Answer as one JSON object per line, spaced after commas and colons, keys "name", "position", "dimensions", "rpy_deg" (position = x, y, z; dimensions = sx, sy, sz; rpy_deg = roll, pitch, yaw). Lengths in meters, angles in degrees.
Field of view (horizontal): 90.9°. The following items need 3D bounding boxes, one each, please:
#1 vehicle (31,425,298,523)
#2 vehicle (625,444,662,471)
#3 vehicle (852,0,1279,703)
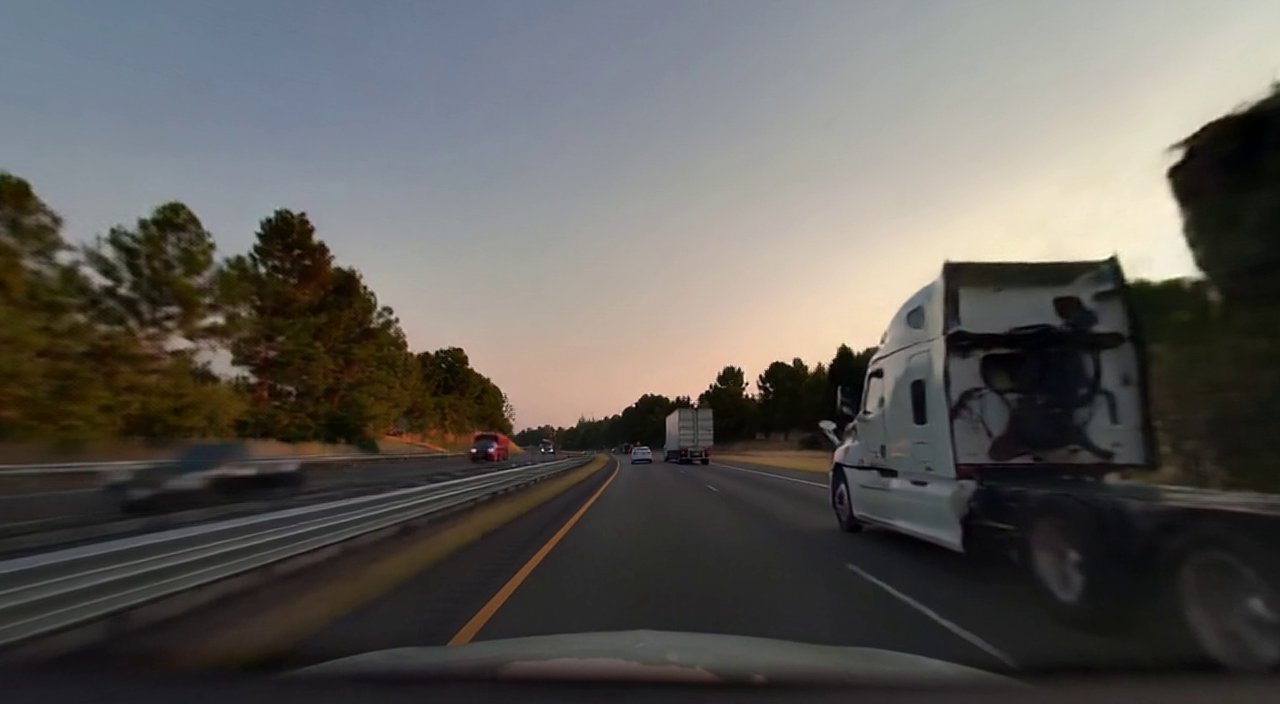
{"name": "vehicle", "position": [-9.108, 2.361, 12.704], "dimensions": [2.020, 1.618, 4.287], "rpy_deg": [0, -9, 0]}
{"name": "vehicle", "position": [0.141, 6.323, 38.093], "dimensions": [2.051, 1.513, 4.511], "rpy_deg": [0, -9, -2]}
{"name": "vehicle", "position": [4.457, -0.158, 0.853], "dimensions": [2.867, 3.571, 14.305], "rpy_deg": [0, -9, -2]}
